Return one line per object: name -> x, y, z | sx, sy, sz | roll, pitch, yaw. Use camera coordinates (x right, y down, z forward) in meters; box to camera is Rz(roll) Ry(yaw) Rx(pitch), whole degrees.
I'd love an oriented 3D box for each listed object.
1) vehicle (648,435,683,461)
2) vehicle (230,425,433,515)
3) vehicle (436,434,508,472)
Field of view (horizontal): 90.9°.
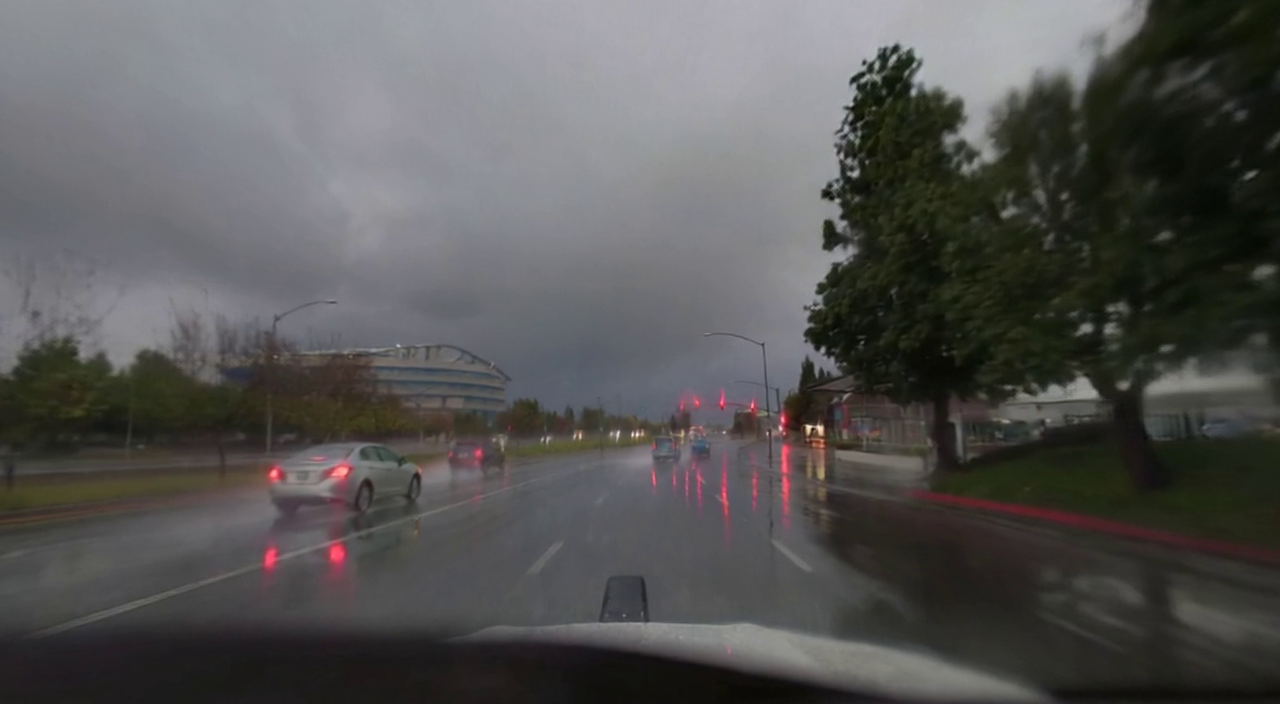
vehicle -> 1.971, 7.210, 47.373 | 2.345, 1.803, 4.261 | -1, -8, 6
vehicle -> -6.768, 2.614, 14.579 | 2.181, 1.728, 4.515 | 0, -8, 3
vehicle -> -8.425, 5.122, 32.182 | 2.097, 1.782, 4.682 | -1, -8, 4
